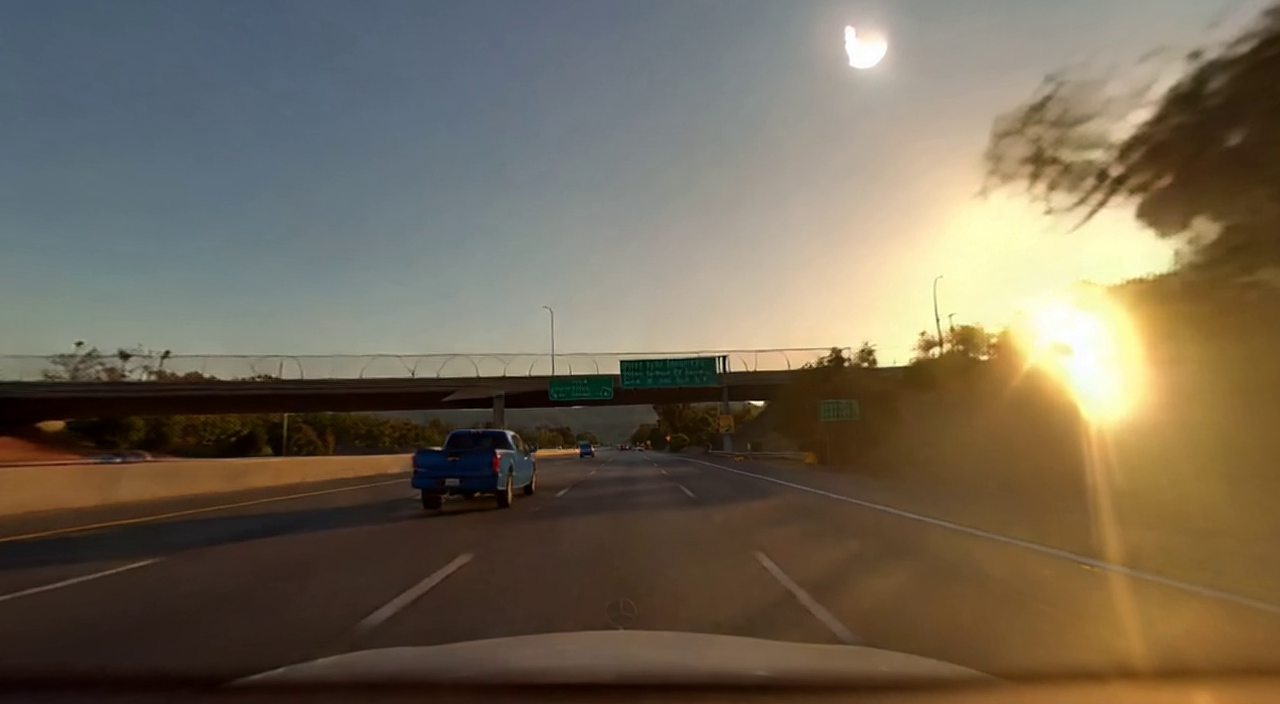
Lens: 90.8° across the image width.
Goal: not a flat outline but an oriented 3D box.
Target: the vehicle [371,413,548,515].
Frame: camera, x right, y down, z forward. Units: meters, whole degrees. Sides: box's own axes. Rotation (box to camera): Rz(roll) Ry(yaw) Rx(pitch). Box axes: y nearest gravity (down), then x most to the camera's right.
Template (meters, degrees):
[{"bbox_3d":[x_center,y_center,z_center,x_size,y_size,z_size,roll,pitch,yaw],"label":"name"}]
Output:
[{"bbox_3d":[-4.011,2.655,15.555,2.529,2.003,5.904,0,-8,1],"label":"vehicle"}]
